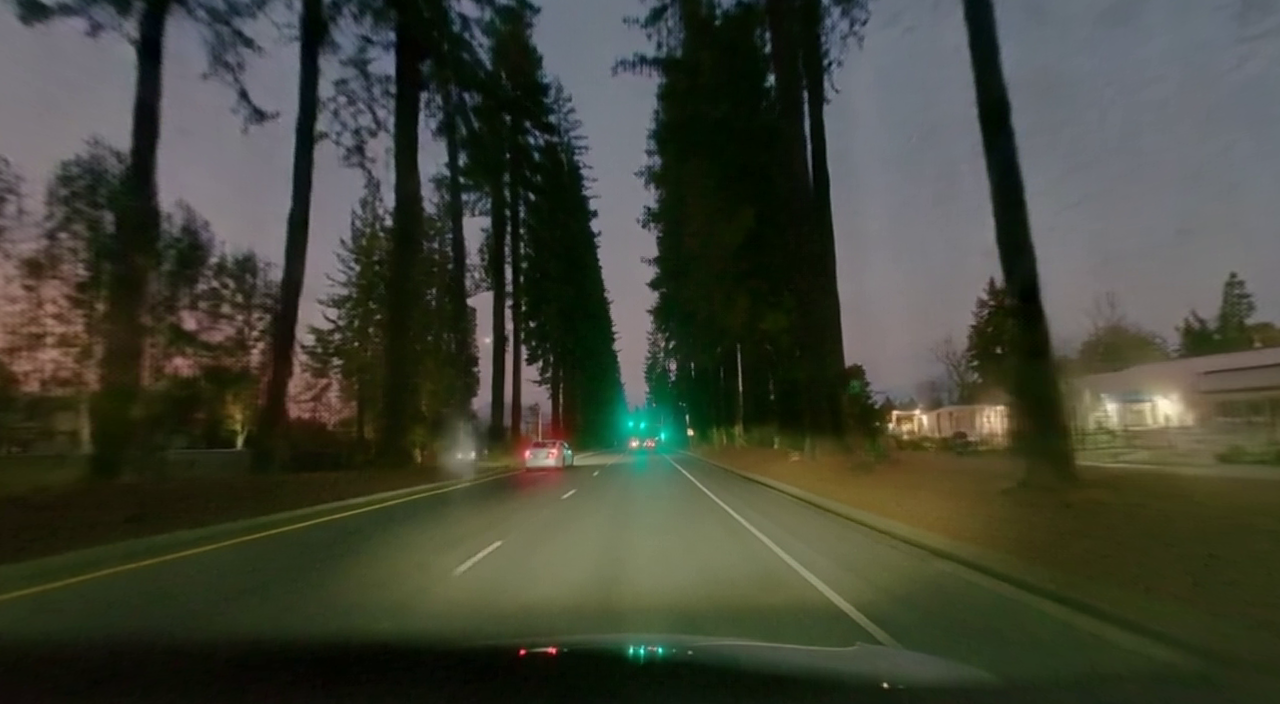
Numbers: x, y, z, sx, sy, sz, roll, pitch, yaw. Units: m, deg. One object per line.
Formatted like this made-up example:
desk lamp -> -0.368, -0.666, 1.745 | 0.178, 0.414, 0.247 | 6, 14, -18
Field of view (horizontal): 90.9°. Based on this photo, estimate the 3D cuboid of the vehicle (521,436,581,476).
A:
vehicle -> -3.871, 4.583, 28.108 | 1.914, 1.630, 4.351 | 0, -8, 1
